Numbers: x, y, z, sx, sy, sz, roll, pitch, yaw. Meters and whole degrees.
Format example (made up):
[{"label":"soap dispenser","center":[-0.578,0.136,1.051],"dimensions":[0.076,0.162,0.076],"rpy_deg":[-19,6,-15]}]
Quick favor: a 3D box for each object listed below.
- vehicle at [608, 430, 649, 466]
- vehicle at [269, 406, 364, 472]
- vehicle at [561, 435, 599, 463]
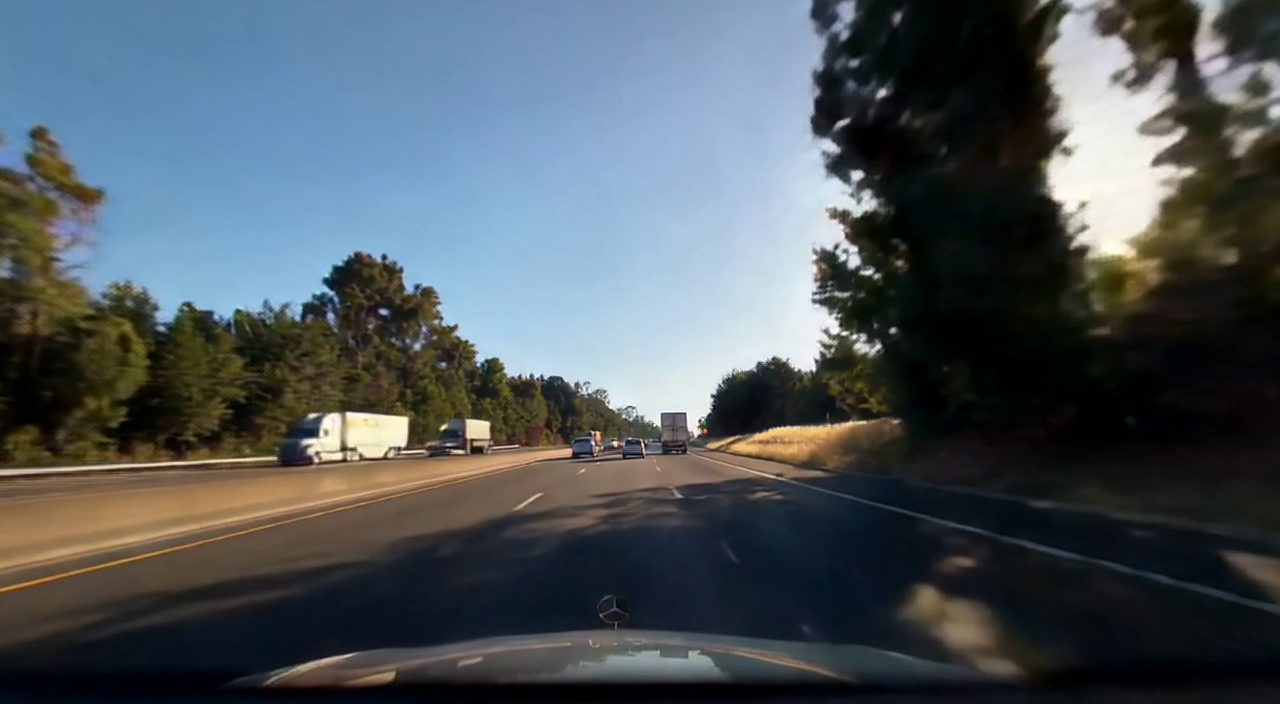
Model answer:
[{"label":"vehicle","center":[-0.643,5.512,36.332],"dimensions":[2.211,1.933,4.315],"rpy_deg":[0,-8,-1]},{"label":"vehicle","center":[-21.345,5.812,41.975],"dimensions":[3.017,4.001,5.969],"rpy_deg":[-1,-8,0]},{"label":"vehicle","center":[-3.978,6.510,42.286],"dimensions":[2.047,1.757,4.183],"rpy_deg":[-1,-8,1]}]
